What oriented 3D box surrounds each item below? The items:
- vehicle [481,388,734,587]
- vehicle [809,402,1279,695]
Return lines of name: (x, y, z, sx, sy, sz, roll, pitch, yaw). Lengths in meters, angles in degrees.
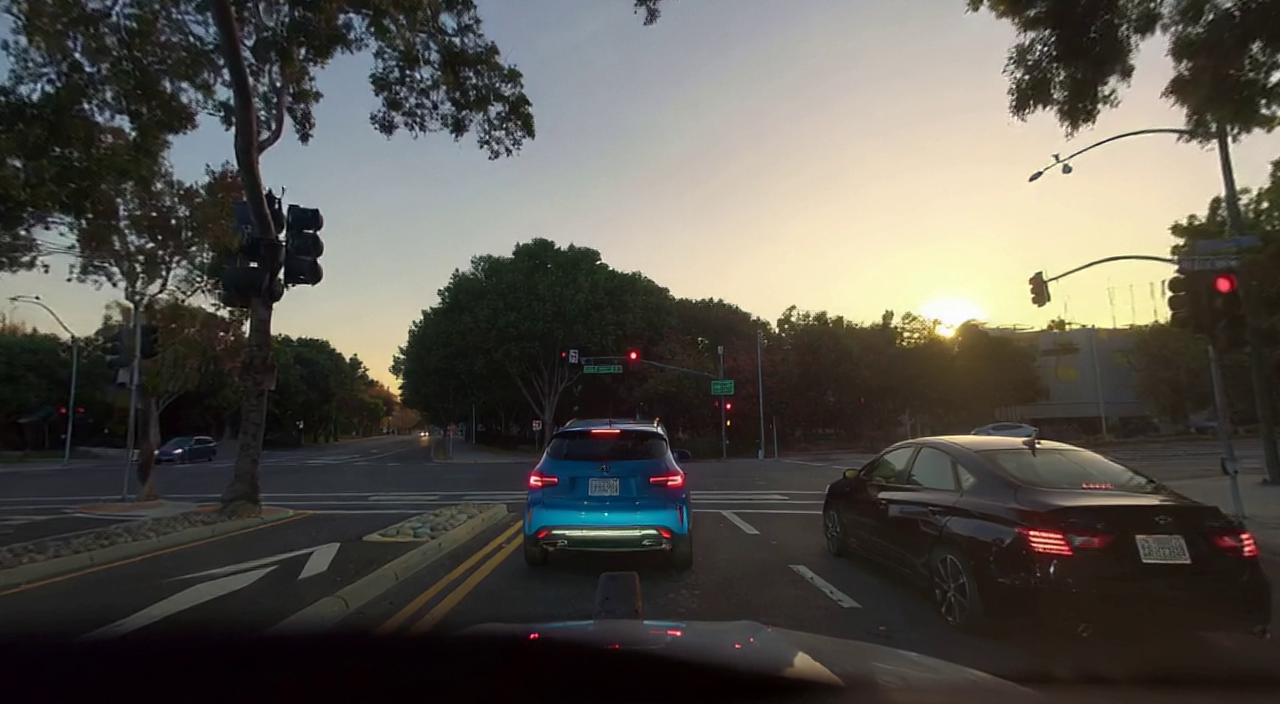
vehicle: (-0.347, 1.526, 7.825, 2.247, 1.760, 4.231, 0, -9, -2)
vehicle: (3.170, 1.400, 5.776, 1.932, 1.562, 4.629, 0, -9, -1)
